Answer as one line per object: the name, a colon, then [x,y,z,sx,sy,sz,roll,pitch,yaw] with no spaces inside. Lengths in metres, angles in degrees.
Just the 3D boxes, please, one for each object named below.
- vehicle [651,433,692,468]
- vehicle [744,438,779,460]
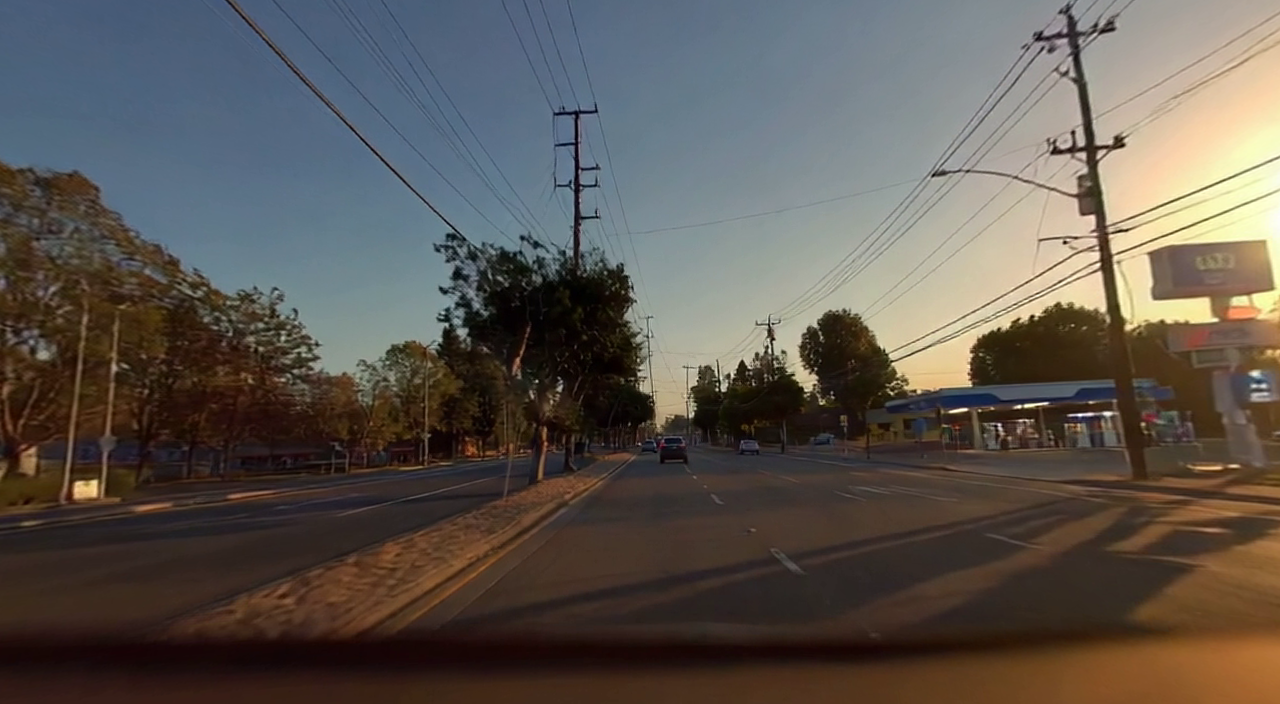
vehicle: [1.709,5.615,36.115,2.141,1.842,4.889,0,-8,0]
vehicle: [8.765,7.061,45.900,1.760,1.481,4.161,0,-8,0]
